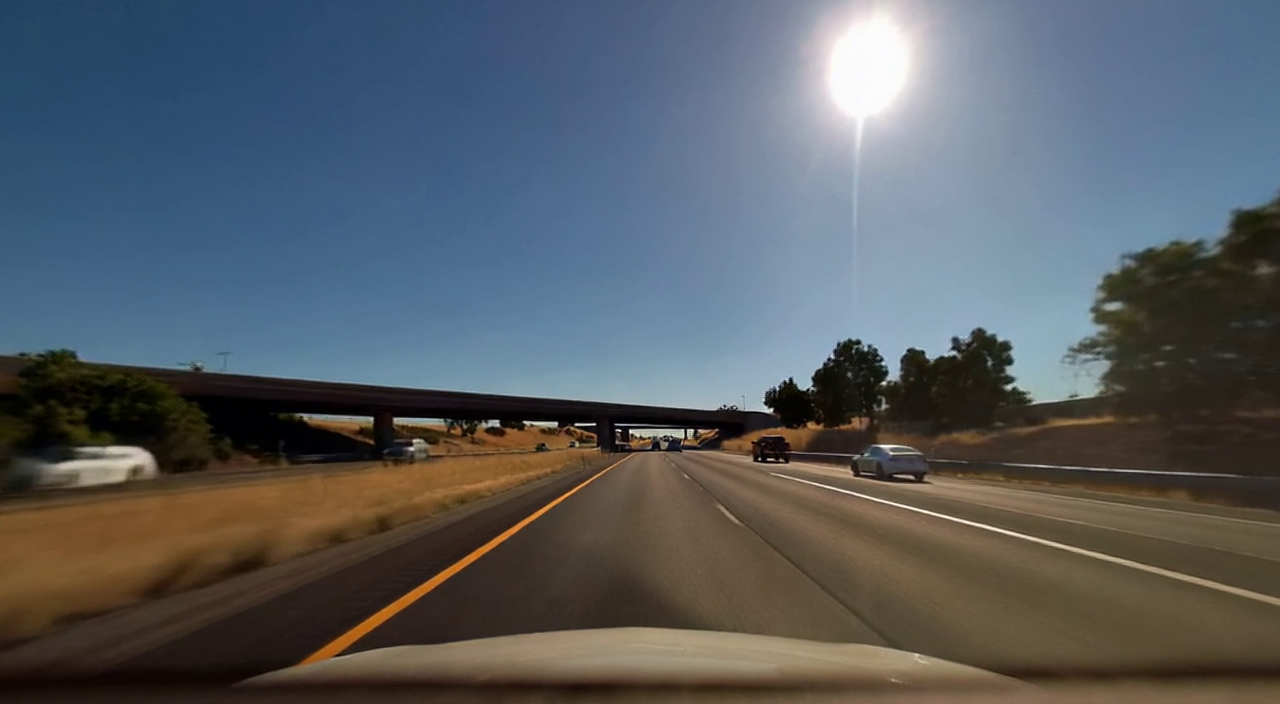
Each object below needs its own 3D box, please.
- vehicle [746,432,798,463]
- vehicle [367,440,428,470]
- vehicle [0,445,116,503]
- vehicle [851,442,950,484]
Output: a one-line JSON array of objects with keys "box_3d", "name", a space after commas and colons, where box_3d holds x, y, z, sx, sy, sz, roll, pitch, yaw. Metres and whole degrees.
[{"box_3d": [9.246, 6.783, 44.471, 2.362, 2.037, 5.409, 0, -9, -2], "name": "vehicle"}, {"box_3d": [-16.870, 7.196, 44.011, 2.211, 1.923, 4.894, 0, -9, 1], "name": "vehicle"}, {"box_3d": [-21.112, 4.043, 21.088, 2.144, 1.820, 5.607, 0, -9, 0], "name": "vehicle"}, {"box_3d": [9.919, 4.232, 24.295, 1.927, 1.472, 4.076, 0, -9, -2], "name": "vehicle"}]
